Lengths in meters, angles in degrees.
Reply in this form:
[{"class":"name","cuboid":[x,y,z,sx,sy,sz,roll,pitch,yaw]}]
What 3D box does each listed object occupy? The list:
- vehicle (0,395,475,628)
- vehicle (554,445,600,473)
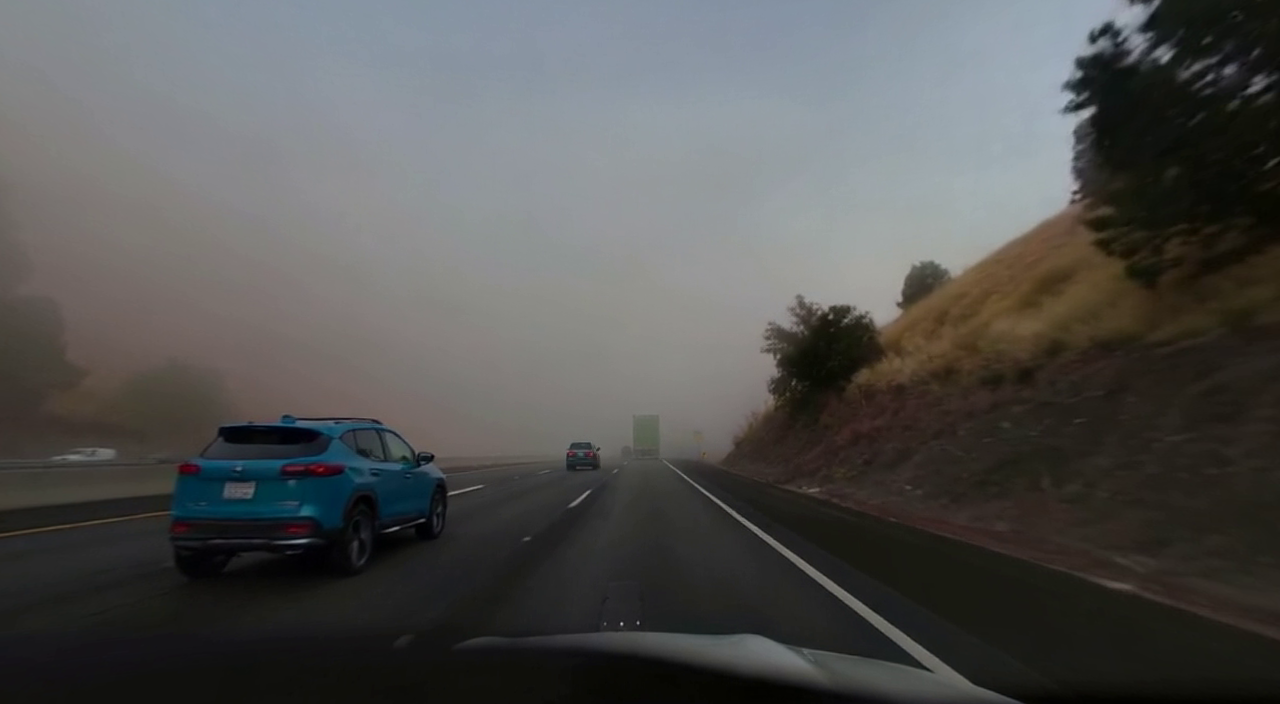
[{"class":"vehicle","cuboid":[-3.657,1.553,7.156,2.194,1.725,4.698,0,-9,1]},{"class":"vehicle","cuboid":[-3.563,6.157,36.377,2.101,1.476,4.471,0,-9,1]}]
